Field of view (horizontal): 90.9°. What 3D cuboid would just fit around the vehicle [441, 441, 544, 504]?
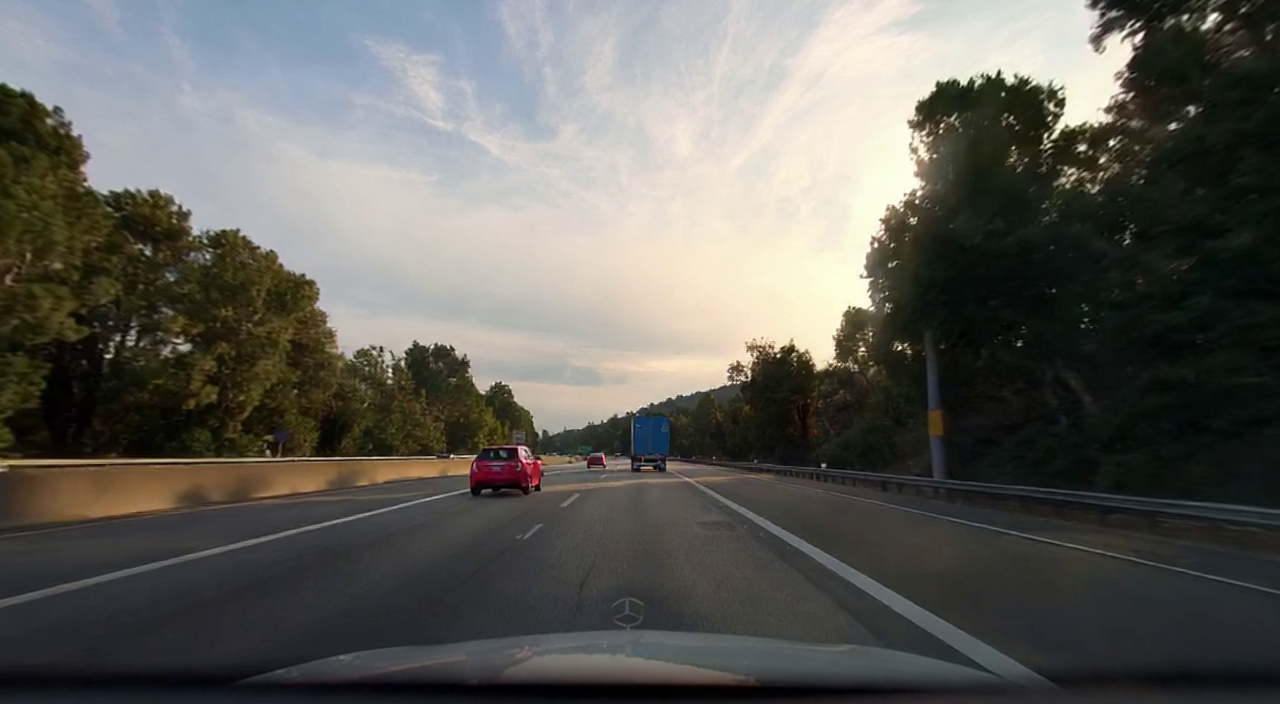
[{"bbox_3d":[-4.132,3.433,18.353,1.977,1.602,3.944,0,-9,1],"label":"vehicle"}]

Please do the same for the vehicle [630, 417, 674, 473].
[{"bbox_3d":[0.789,6.802,45.763,2.893,3.628,9.081,0,-9,0],"label":"vehicle"}]
